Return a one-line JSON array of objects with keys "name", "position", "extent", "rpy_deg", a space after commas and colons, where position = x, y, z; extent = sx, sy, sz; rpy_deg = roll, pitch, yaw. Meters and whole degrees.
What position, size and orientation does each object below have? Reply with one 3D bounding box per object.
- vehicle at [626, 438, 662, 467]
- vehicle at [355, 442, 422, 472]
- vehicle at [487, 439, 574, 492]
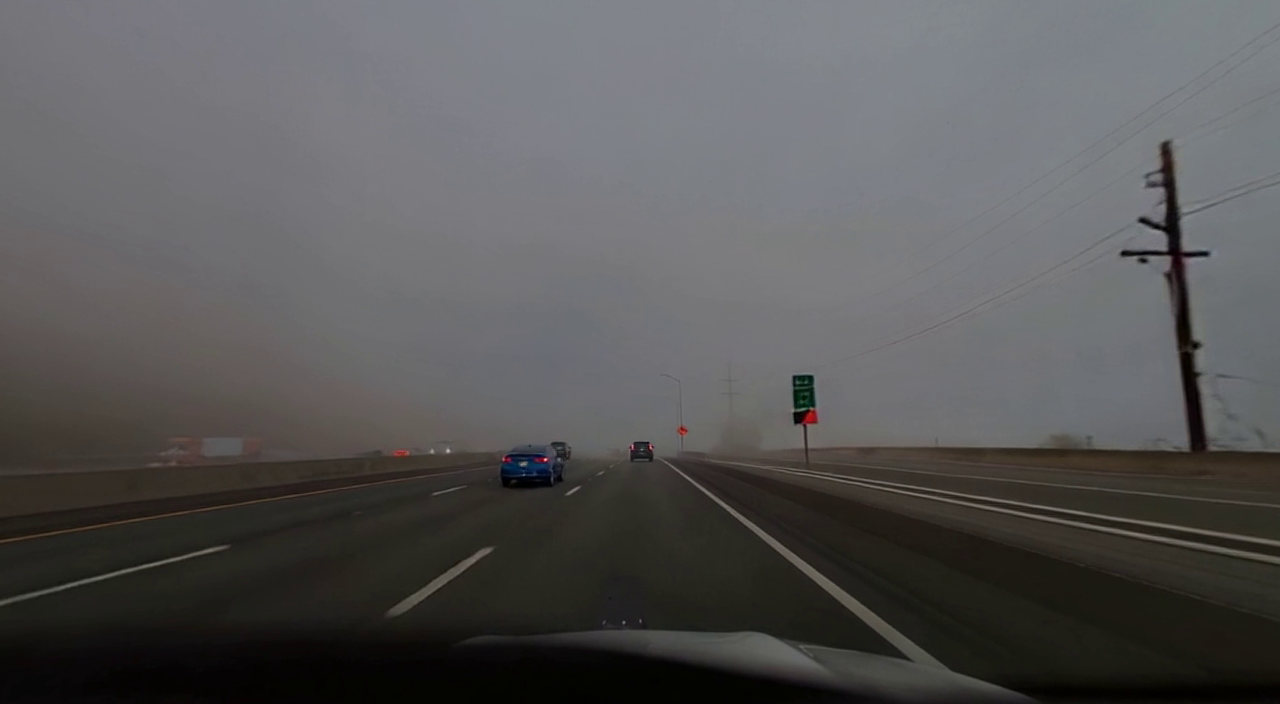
[{"name": "vehicle", "position": [0.254, 6.547, 41.228], "extent": [2.194, 1.737, 4.127], "rpy_deg": [0, -8, 0]}, {"name": "vehicle", "position": [-14.356, 6.008, 36.334], "extent": [2.047, 1.608, 4.257], "rpy_deg": [-1, -8, 1]}, {"name": "vehicle", "position": [-3.490, 3.717, 21.066], "extent": [1.967, 1.517, 4.808], "rpy_deg": [0, -8, 1]}]
